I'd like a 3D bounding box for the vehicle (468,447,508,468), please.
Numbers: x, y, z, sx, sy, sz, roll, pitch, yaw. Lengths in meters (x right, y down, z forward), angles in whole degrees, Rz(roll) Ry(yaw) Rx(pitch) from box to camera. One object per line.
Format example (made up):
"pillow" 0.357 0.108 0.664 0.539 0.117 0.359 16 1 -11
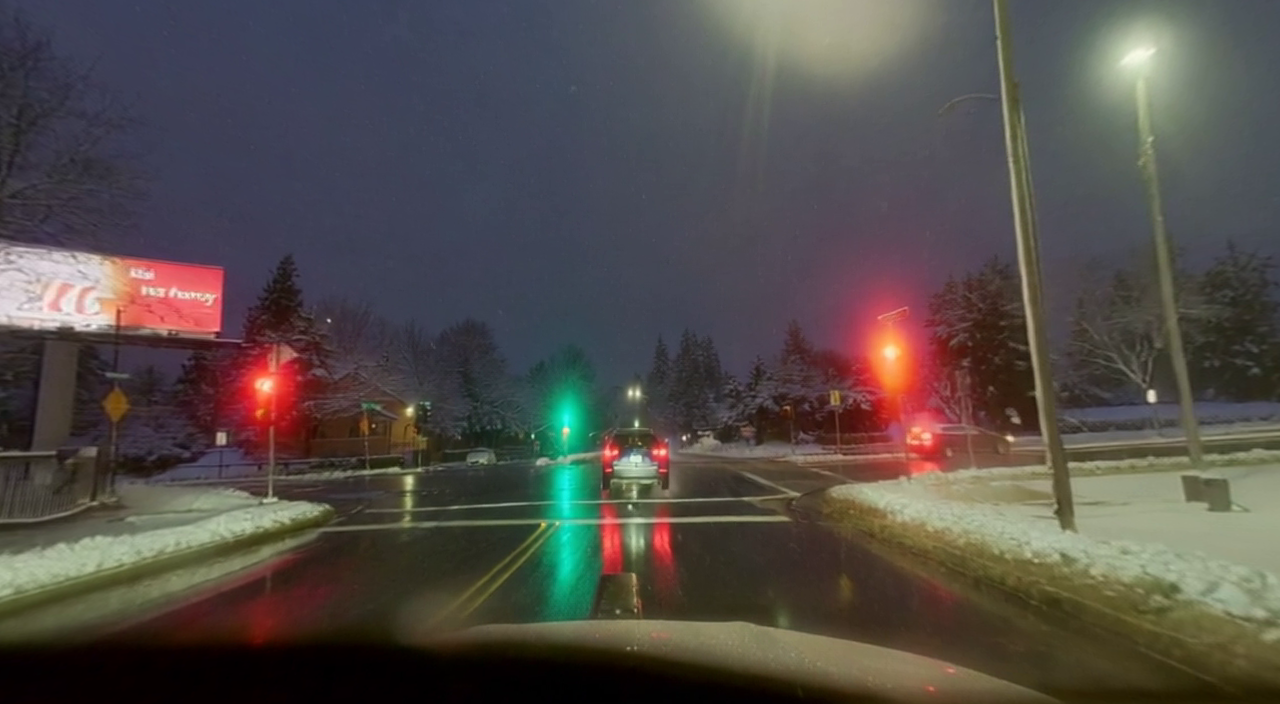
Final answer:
"vehicle" -11.011 7.624 45.819 1.989 1.403 4.331 0 -8 -3

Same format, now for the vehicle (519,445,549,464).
"vehicle" -8.189 7.948 48.923 1.886 1.377 3.932 0 -8 -3

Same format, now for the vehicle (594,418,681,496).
"vehicle" -0.157 2.898 17.608 2.142 1.904 3.816 0 -8 -3

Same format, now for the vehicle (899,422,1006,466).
"vehicle" 12.097 3.545 24.388 3.403 1.602 1.716 2 -9 -19
